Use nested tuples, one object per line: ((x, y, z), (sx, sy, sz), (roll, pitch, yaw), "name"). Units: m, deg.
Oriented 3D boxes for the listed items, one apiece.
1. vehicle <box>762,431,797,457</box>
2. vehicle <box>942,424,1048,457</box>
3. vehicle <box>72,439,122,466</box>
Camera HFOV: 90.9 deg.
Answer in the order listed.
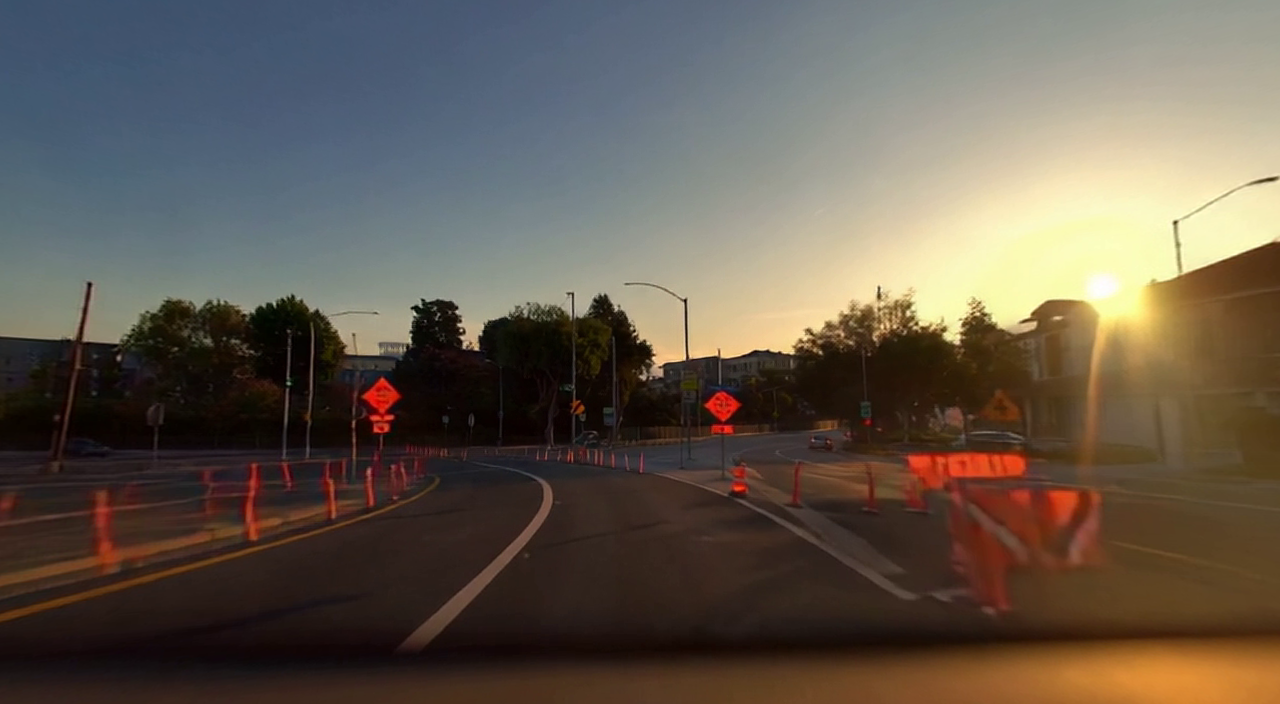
((10.219, 6.797, 46.532), (2.150, 1.779, 4.423), (-1, -9, 8), "vehicle")
((19.536, 4.910, 34.872), (4.615, 1.738, 1.990), (-1, -9, 6), "vehicle")
((-37.493, 6.889, 43.448), (2.159, 1.734, 4.292), (8, -12, -44), "vehicle")
